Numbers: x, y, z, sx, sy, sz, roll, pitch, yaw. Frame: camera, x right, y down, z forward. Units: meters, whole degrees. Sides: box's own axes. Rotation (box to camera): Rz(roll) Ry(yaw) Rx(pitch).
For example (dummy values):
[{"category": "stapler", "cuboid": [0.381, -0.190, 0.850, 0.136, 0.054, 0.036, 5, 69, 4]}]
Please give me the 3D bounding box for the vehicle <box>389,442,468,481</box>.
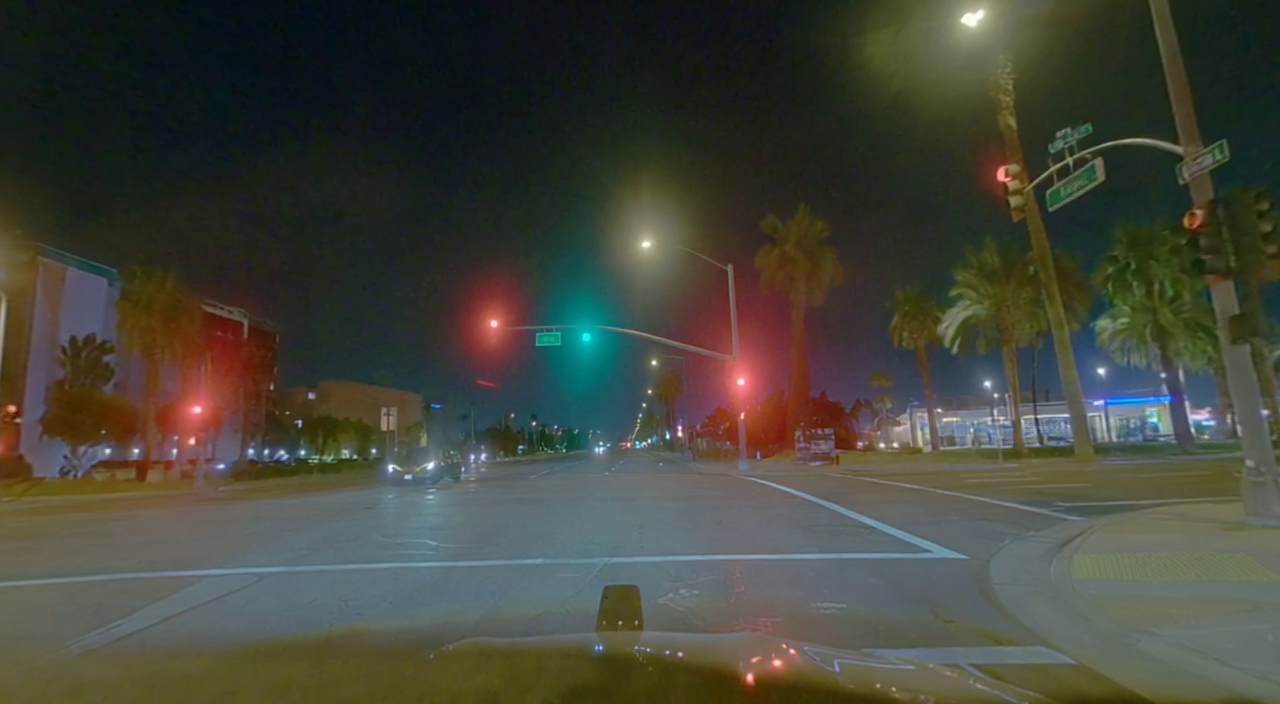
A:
[{"category": "vehicle", "cuboid": [-10.739, 5.588, 32.367, 2.270, 1.833, 4.860, 0, -9, 1]}]
